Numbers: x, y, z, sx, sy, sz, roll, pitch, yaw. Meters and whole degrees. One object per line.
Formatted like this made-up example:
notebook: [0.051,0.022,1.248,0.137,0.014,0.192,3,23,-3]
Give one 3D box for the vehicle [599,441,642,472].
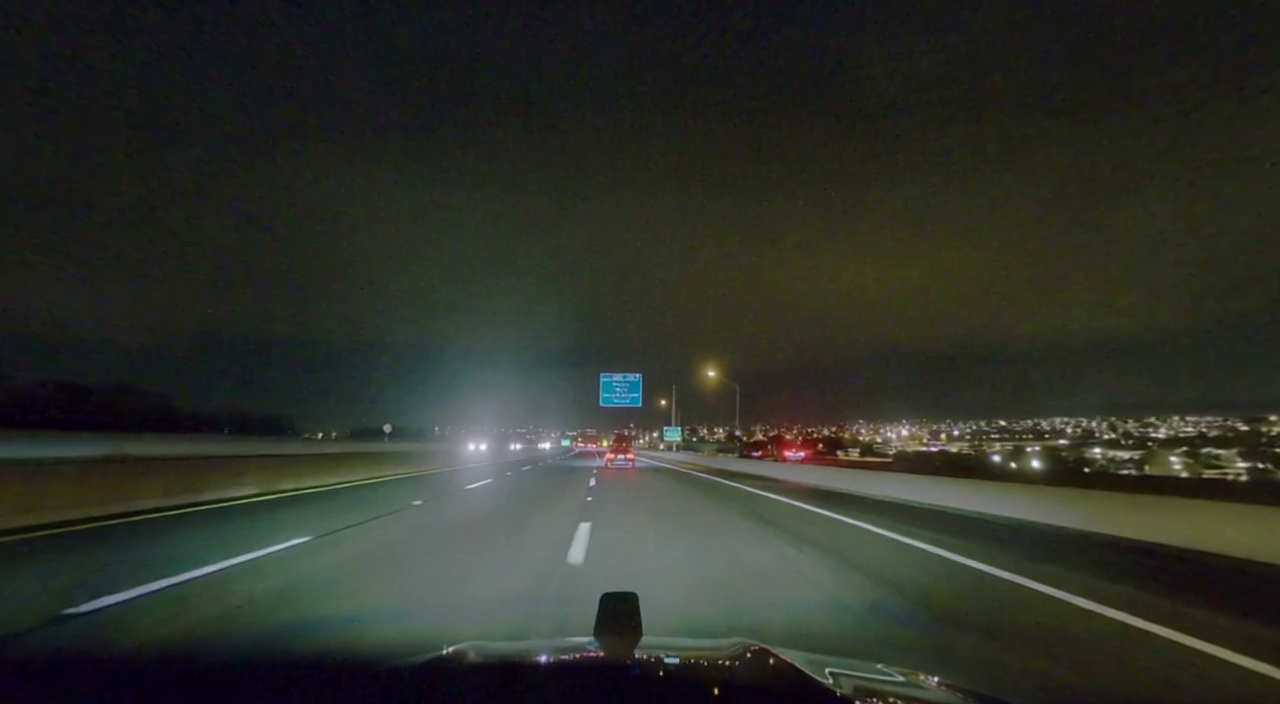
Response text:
vehicle: [-0.952,5.489,33.076,2.055,1.509,4.255,0,-9,1]
